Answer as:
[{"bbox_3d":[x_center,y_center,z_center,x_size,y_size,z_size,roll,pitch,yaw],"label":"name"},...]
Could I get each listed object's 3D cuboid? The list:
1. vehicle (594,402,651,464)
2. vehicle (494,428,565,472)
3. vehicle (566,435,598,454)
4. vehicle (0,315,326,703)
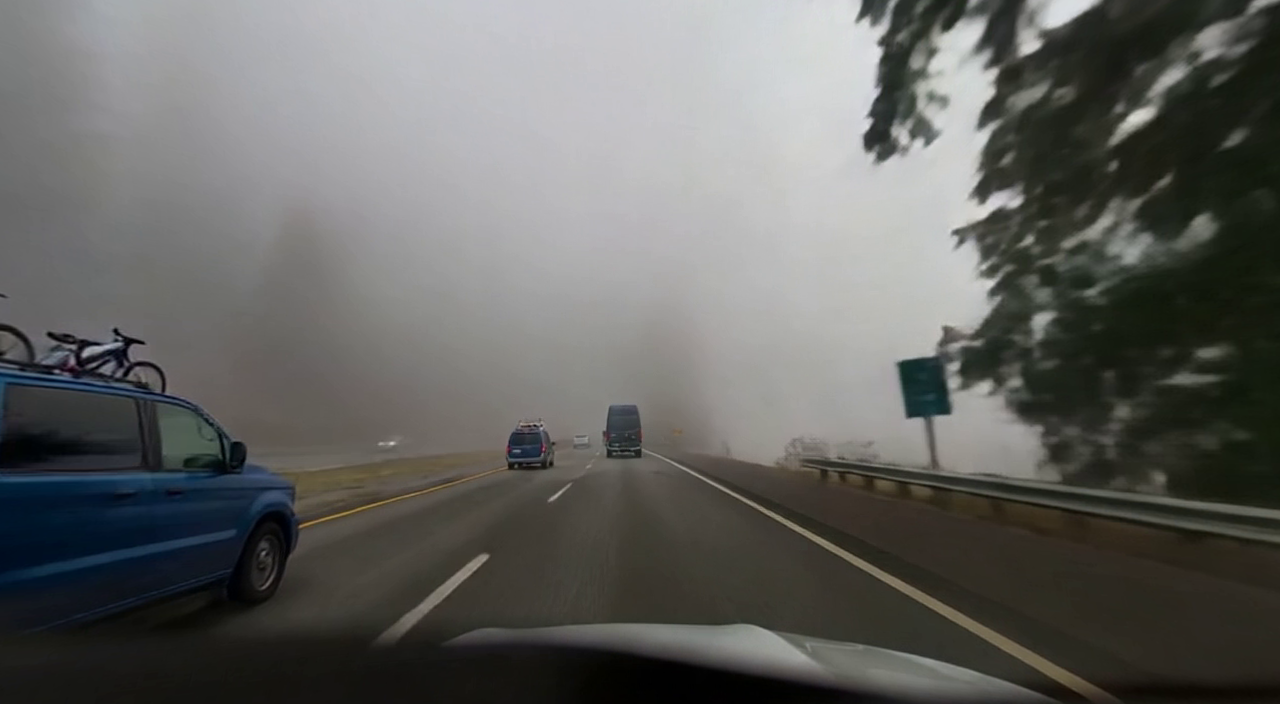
[{"bbox_3d":[-0.947,4.279,32.886,2.647,2.896,6.480,0,-8,-2],"label":"vehicle"},{"bbox_3d":[-4.384,3.959,25.654,2.110,1.636,4.453,0,-8,-1],"label":"vehicle"},{"bbox_3d":[-4.516,7.337,49.996,2.251,1.459,4.236,0,-8,-2],"label":"vehicle"},{"bbox_3d":[-3.690,0.782,2.962,2.069,1.751,4.720,0,-8,-1],"label":"vehicle"}]
